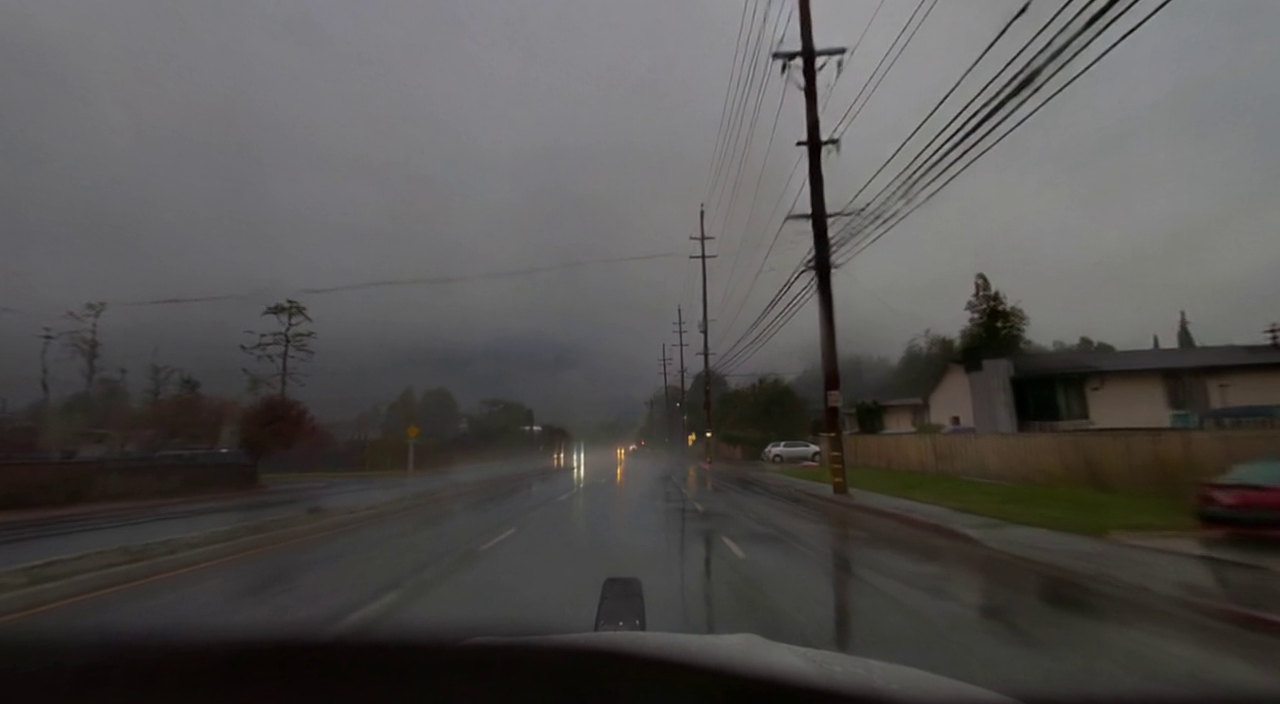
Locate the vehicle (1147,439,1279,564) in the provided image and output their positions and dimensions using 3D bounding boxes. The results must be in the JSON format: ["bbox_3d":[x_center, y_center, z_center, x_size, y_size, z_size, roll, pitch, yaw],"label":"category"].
[{"bbox_3d":[9.316,1.856,8.113,4.159,1.408,1.822,1,-9,-5],"label":"vehicle"}]

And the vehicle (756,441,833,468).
[{"bbox_3d":[9.843,6.553,40.423,4.387,1.680,1.958,1,-9,-3],"label":"vehicle"}]
